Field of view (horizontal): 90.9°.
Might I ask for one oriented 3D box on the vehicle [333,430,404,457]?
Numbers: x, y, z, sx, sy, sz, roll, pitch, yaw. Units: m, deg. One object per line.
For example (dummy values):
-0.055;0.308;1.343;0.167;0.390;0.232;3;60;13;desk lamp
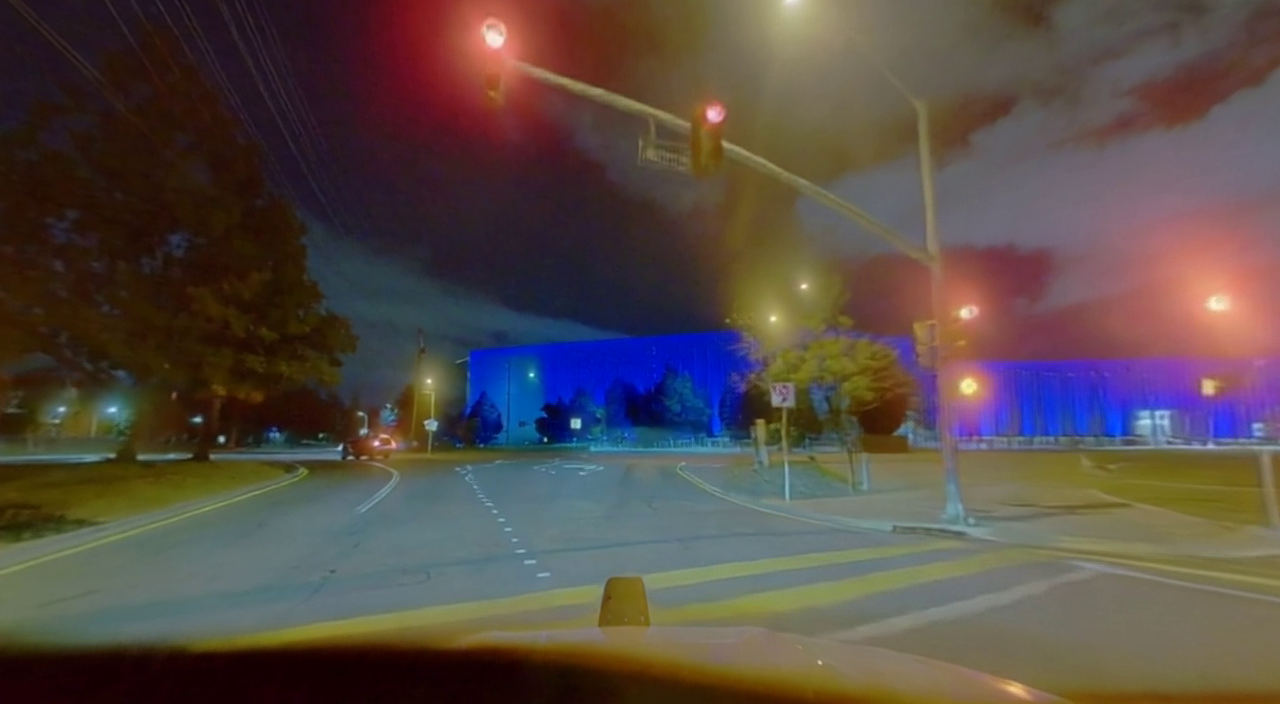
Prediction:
-20.592;6.993;47.728;5.570;1.923;2.336;-6;-11;35;vehicle
